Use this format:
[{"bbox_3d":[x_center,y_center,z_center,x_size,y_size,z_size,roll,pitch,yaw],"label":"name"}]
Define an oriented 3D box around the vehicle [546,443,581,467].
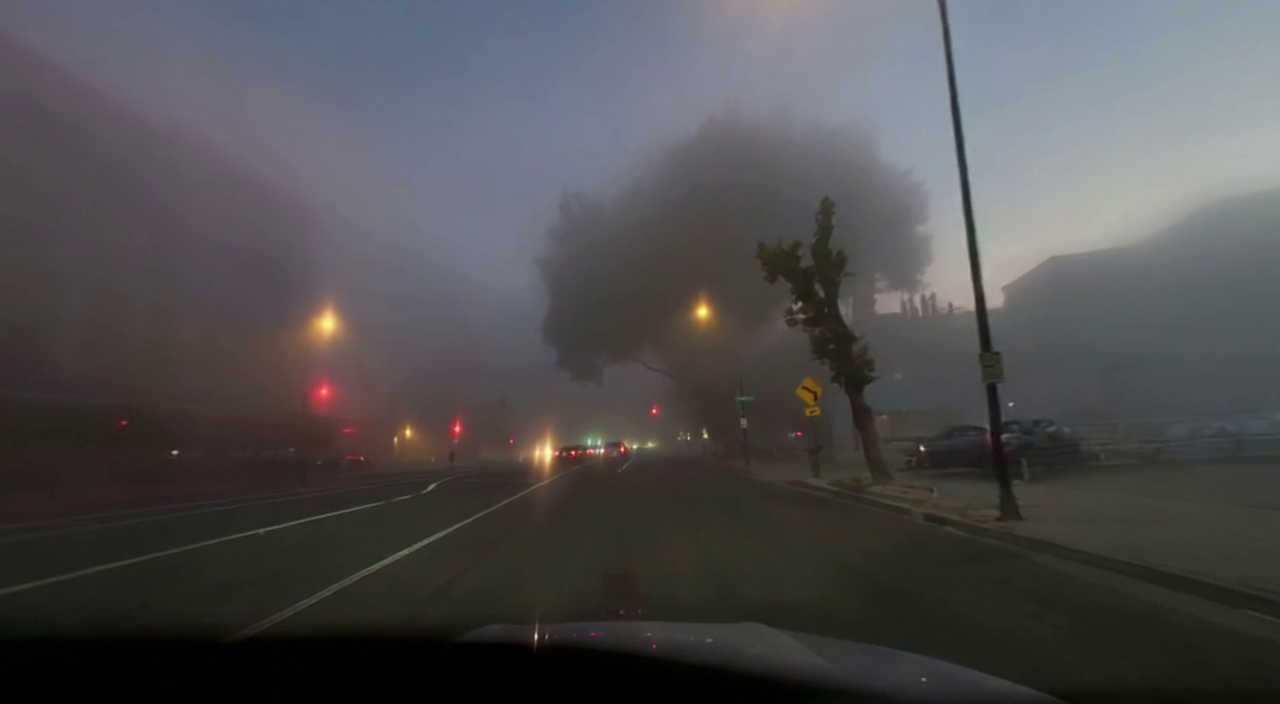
[{"bbox_3d":[-5.299,7.201,44.244,1.889,1.572,3.599,0,-8,1],"label":"vehicle"}]
